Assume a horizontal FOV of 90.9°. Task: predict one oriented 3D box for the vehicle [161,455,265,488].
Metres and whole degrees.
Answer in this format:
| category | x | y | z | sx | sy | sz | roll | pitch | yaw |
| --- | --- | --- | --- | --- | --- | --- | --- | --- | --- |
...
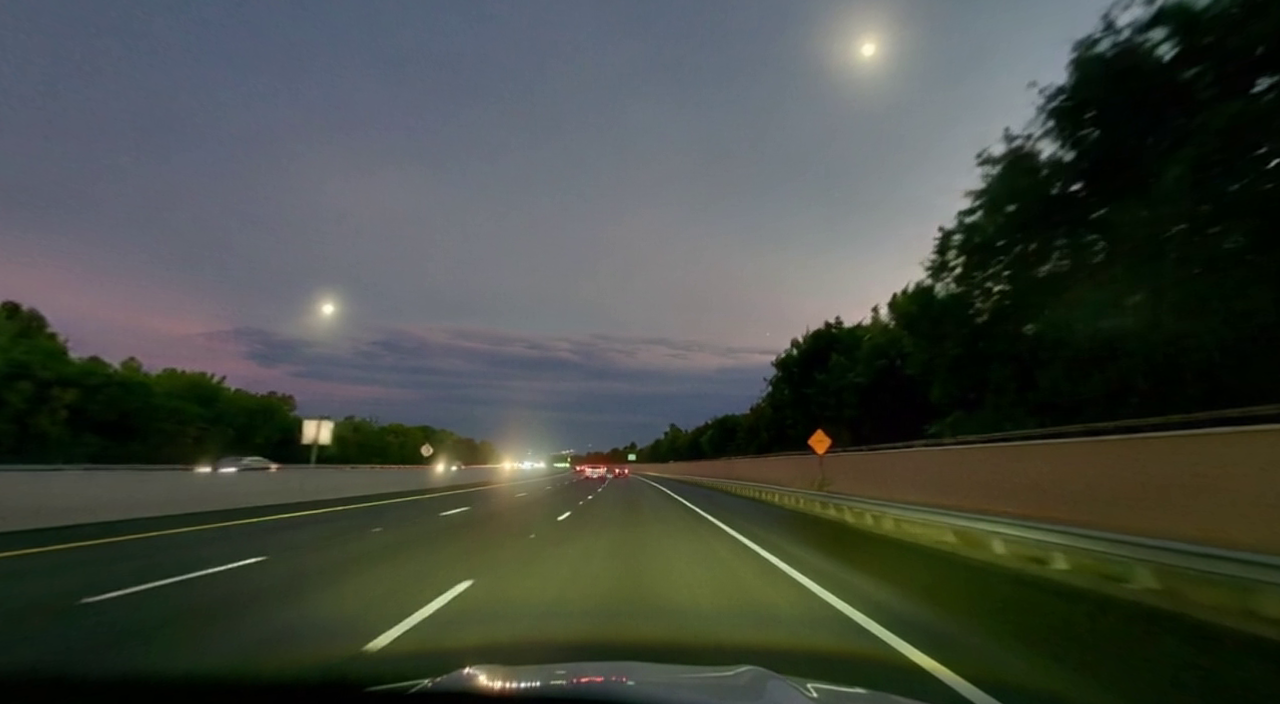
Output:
| category | x | y | z | sx | sy | sz | roll | pitch | yaw |
| --- | --- | --- | --- | --- | --- | --- | --- | --- | --- |
| vehicle | -20.594 | 5.807 | 30.673 | 1.799 | 1.469 | 4.617 | 1 | -11 | 0 |
